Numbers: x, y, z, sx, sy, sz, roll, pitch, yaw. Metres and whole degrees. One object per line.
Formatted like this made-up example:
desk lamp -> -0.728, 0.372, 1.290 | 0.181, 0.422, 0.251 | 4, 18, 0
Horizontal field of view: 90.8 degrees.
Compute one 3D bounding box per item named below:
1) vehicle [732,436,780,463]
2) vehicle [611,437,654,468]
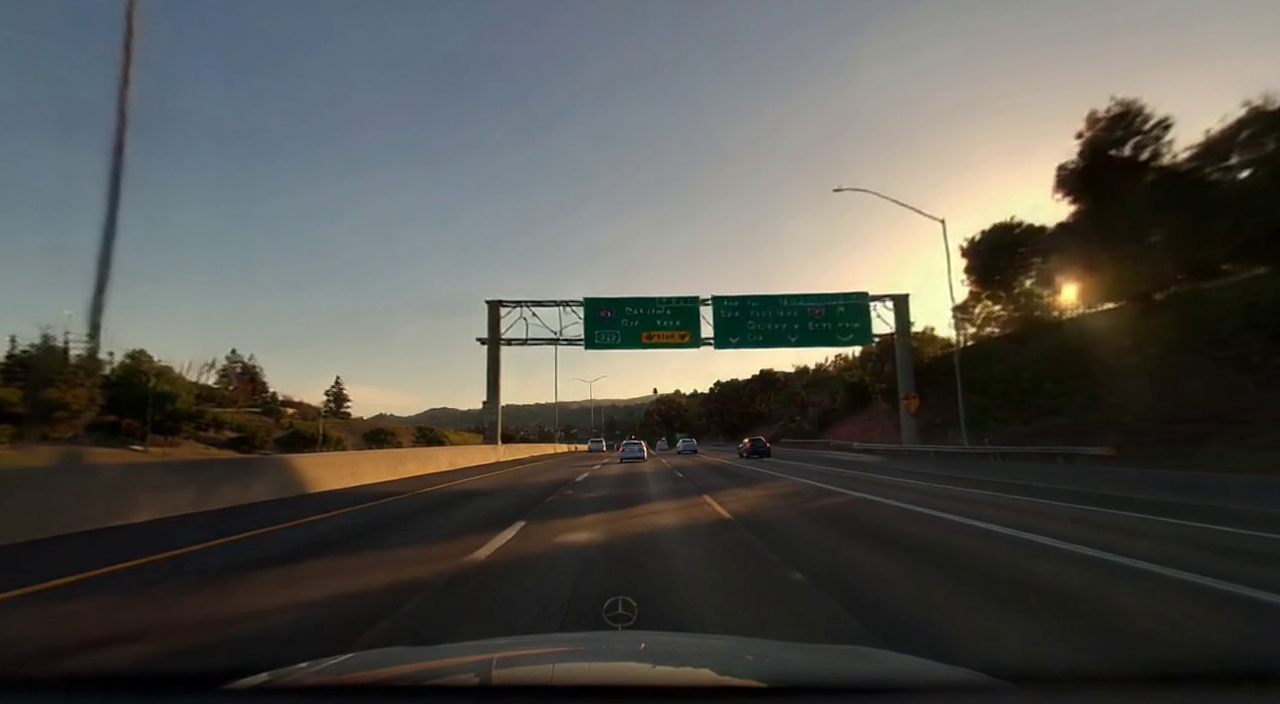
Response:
vehicle -> 6.833, 5.814, 37.677 | 1.935, 1.478, 4.433 | 0, -8, -1
vehicle -> -0.377, 4.983, 31.477 | 1.985, 1.457, 4.227 | 0, -8, -1
